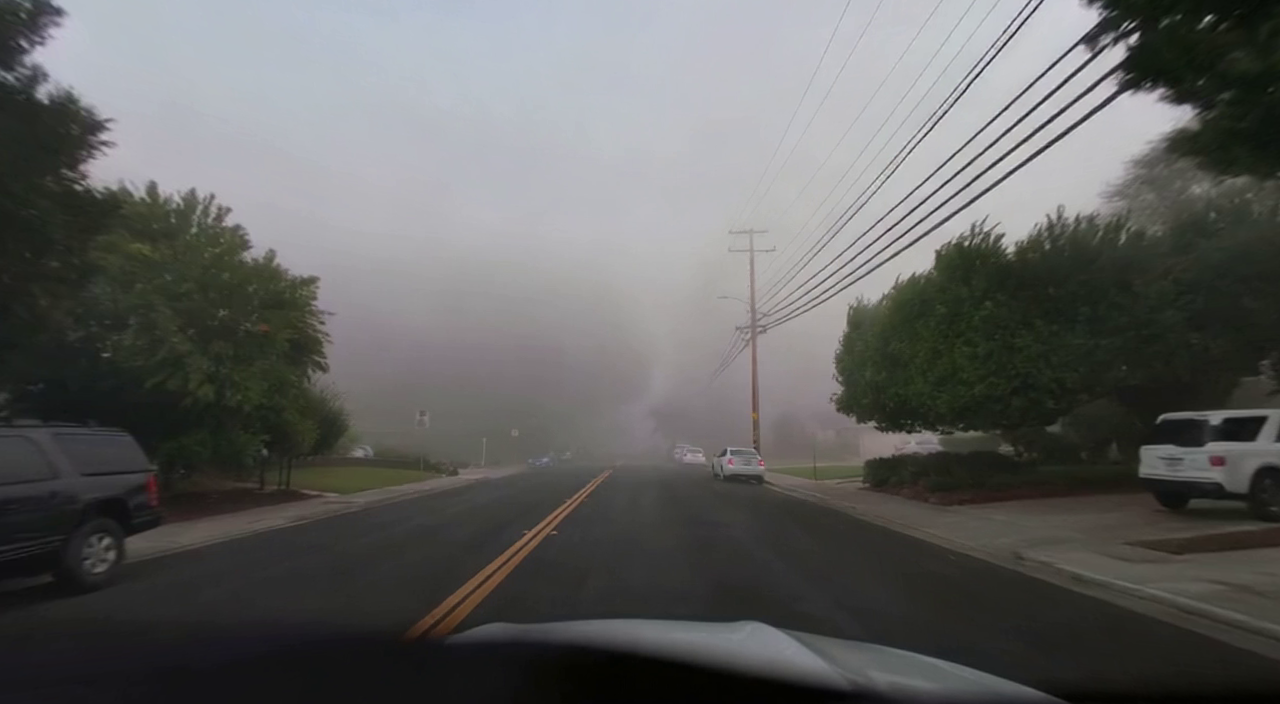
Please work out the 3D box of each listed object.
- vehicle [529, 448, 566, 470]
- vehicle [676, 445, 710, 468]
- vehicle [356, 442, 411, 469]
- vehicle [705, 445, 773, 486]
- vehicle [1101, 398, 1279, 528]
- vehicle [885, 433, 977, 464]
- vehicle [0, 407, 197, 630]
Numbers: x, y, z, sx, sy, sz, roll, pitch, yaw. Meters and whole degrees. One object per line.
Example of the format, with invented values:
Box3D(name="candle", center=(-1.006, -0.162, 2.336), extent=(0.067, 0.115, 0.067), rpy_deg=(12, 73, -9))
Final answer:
Box3D(name="vehicle", center=(-6.551, 7.599, 45.133), extent=(2.031, 1.454, 4.410), rpy_deg=(0, -9, 0))
Box3D(name="vehicle", center=(3.569, 7.117, 43.197), extent=(1.763, 1.432, 4.323), rpy_deg=(0, -9, -2))
Box3D(name="vehicle", center=(-17.924, 7.258, 44.415), extent=(1.925, 1.750, 4.489), rpy_deg=(0, -9, 1))
Box3D(name="vehicle", center=(3.746, 4.355, 24.581), extent=(1.782, 1.439, 4.037), rpy_deg=(0, -9, -3))
Box3D(name="vehicle", center=(10.265, 1.660, 9.635), extent=(4.864, 1.747, 1.956), rpy_deg=(0, -9, -1))
Box3D(name="vehicle", center=(16.795, 5.622, 36.637), extent=(4.355, 1.674, 1.914), rpy_deg=(-1, -10, 1))
Box3D(name="vehicle", center=(-6.303, 1.378, 5.130), extent=(2.058, 1.805, 4.584), rpy_deg=(-1, -10, 0))
